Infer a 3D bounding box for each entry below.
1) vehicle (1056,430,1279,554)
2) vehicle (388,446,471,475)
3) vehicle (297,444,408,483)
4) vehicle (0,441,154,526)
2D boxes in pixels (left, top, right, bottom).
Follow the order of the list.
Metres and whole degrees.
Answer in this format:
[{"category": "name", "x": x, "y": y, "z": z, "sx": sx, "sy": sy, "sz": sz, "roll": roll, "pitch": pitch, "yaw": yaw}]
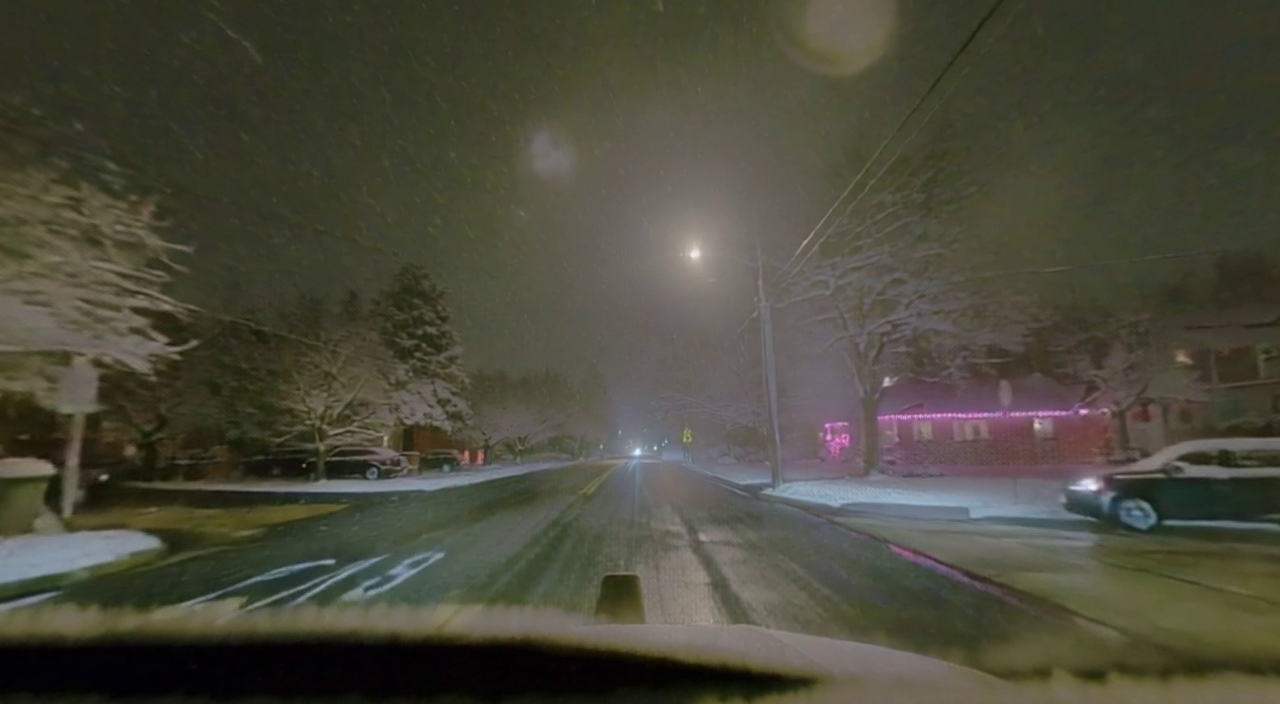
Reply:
[{"category": "vehicle", "x": 10.515, "y": 2.402, "z": 11.195, "sx": 4.854, "sy": 1.771, "sz": 2.123, "roll": -12, "pitch": -12, "yaw": 27}, {"category": "vehicle", "x": -14.089, "y": 7.209, "z": 42.266, "sx": 5.275, "sy": 1.807, "sz": 2.279, "roll": -5, "pitch": -10, "yaw": 29}, {"category": "vehicle", "x": -14.809, "y": 5.715, "z": 32.795, "sx": 2.066, "sy": 1.852, "sz": 4.782, "roll": -6, "pitch": -10, "yaw": 34}, {"category": "vehicle", "x": -15.821, "y": 3.361, "z": 16.713, "sx": 6.072, "sy": 1.882, "sz": 2.277, "roll": -5, "pitch": -10, "yaw": 29}]
